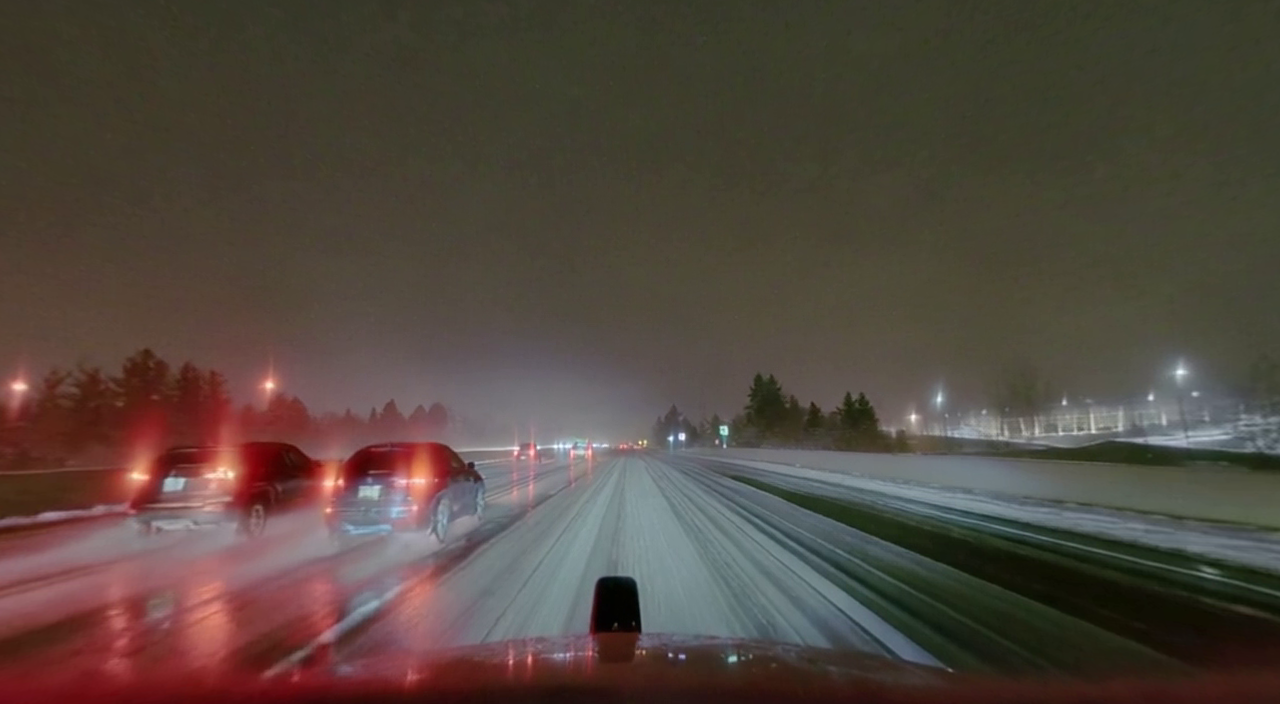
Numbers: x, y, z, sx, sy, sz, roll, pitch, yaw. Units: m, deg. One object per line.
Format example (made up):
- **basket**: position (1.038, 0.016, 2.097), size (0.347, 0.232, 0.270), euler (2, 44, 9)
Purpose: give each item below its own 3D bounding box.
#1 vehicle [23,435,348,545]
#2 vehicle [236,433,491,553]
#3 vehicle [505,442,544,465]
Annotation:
- **vehicle**: position (-7.455, 2.262, 11.201), size (2.264, 1.492, 4.747), euler (0, -8, 0)
- **vehicle**: position (-4.041, 2.113, 10.325), size (2.044, 1.479, 4.745), euler (0, -8, 0)
- **vehicle**: position (-8.180, 7.168, 44.853), size (1.924, 1.519, 4.791), euler (0, -8, 0)
